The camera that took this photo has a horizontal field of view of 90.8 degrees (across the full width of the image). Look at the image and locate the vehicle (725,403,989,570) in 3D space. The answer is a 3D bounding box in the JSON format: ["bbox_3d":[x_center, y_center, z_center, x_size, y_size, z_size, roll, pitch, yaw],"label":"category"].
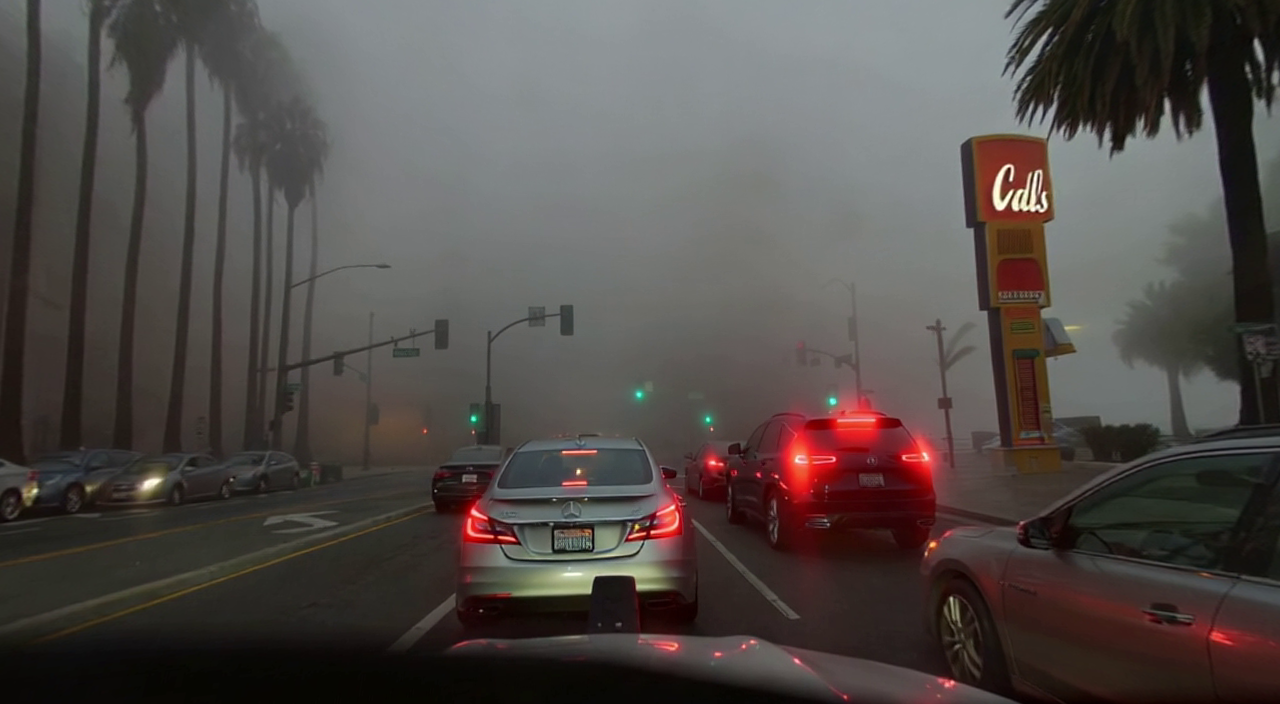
[{"bbox_3d":[2.641,1.775,9.074,2.096,1.775,4.440,0,-9,-2],"label":"vehicle"}]

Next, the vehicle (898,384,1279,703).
[{"bbox_3d":[2.619,0.810,1.482,2.085,1.469,4.458,0,-9,-1],"label":"vehicle"}]

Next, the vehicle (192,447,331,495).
[{"bbox_3d":[-12.856,4.025,21.881,1.856,1.455,4.700,0,-9,0],"label":"vehicle"}]

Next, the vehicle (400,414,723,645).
[{"bbox_3d":[-0.519,1.468,6.227,2.096,1.492,4.071,0,-9,0],"label":"vehicle"}]

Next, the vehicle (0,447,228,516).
[{"bbox_3d":[-12.850,3.135,15.926,1.870,1.475,4.531,0,-9,0],"label":"vehicle"}]
